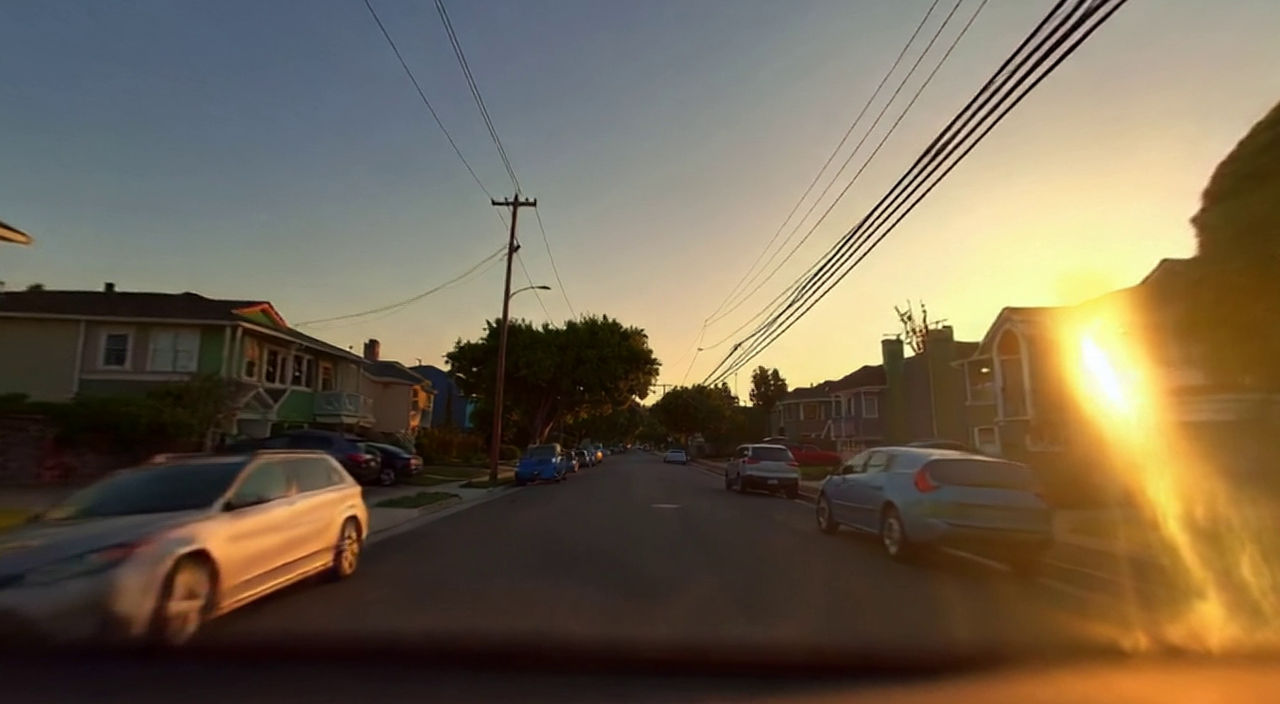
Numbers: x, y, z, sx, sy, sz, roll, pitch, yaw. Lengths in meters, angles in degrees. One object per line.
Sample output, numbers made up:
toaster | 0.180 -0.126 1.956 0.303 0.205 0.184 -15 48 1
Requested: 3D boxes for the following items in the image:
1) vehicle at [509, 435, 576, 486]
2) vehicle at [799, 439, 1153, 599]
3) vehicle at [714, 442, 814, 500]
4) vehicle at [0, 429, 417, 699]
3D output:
vehicle | -3.956 4.503 26.533 2.057 1.887 5.053 0 -9 0
vehicle | 3.729 1.906 8.274 1.862 1.452 4.737 0 -9 -3
vehicle | 3.590 3.542 19.208 2.019 1.536 4.405 0 -9 -1
vehicle | -3.792 1.507 5.780 1.971 1.460 4.523 0 -9 -2
